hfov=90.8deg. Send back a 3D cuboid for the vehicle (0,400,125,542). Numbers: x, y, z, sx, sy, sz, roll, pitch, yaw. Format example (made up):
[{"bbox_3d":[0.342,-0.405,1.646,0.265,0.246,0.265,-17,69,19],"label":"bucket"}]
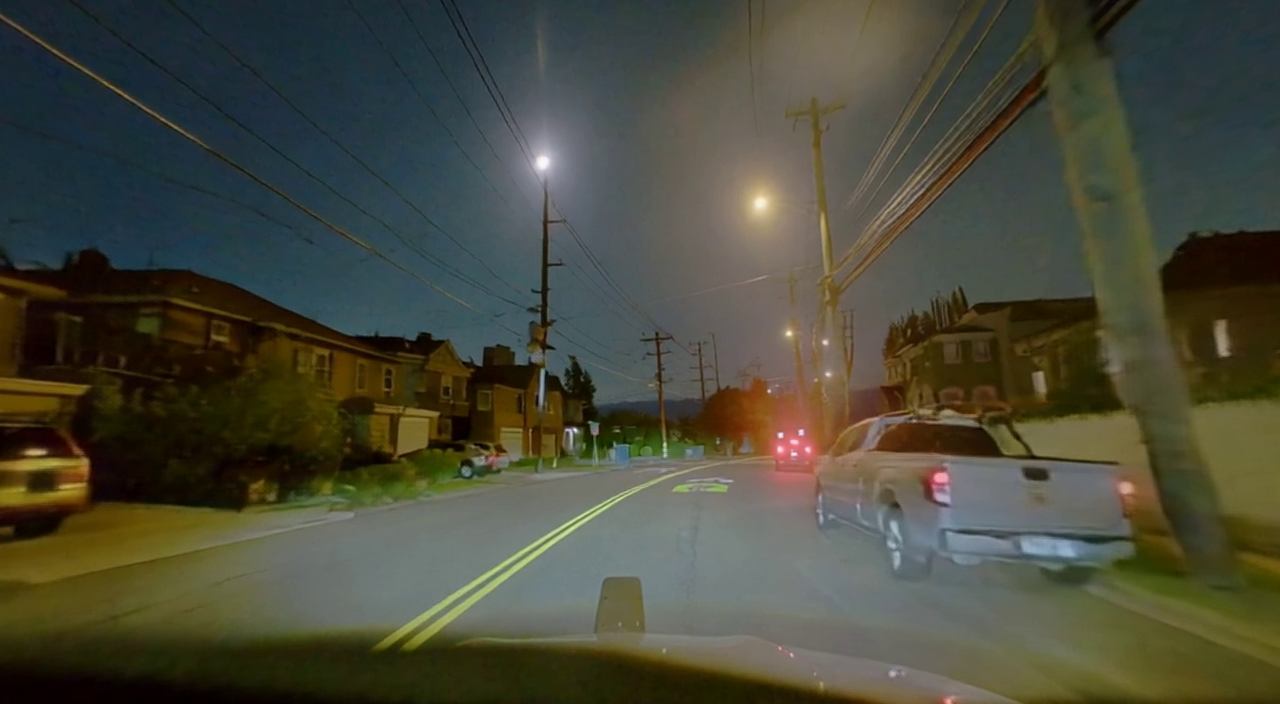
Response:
[{"bbox_3d":[-11.732,1.796,9.730,5.632,1.957,2.302,0,-9,3],"label":"vehicle"}]

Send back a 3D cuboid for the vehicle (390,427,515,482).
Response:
[{"bbox_3d":[-9.003,4.911,30.497,5.228,2.041,2.023,4,-7,11],"label":"vehicle"}]

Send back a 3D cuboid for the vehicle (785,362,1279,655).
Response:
[{"bbox_3d":[3.472,1.512,7.499,2.273,1.938,6.400,0,-9,3],"label":"vehicle"}]
